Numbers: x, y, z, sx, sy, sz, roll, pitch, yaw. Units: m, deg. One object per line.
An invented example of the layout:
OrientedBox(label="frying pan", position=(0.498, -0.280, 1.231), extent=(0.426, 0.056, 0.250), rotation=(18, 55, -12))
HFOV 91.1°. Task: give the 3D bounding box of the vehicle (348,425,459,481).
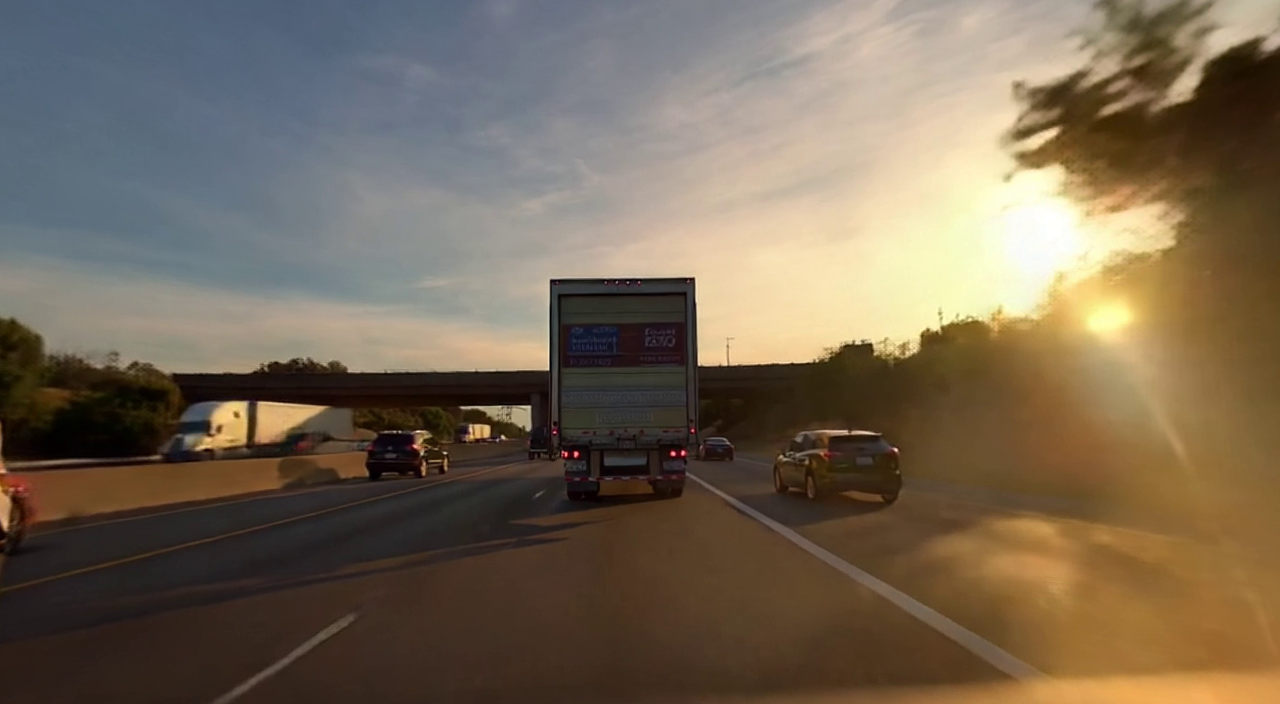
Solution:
OrientedBox(label="vehicle", position=(-7.883, 3.396, 21.495), extent=(2.057, 1.698, 4.550), rotation=(0, -8, 0))

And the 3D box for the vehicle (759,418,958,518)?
OrientedBox(label="vehicle", position=(3.809, 2.096, 12.015), extent=(2.003, 1.519, 4.580), rotation=(0, -8, -2))

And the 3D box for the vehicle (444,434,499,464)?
OrientedBox(label="vehicle", position=(-8.663, 4.990, 32.579), extent=(1.845, 1.488, 3.656), rotation=(0, -8, 0))

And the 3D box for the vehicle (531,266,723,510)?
OrientedBox(label="vehicle", position=(-0.336, 1.179, 14.677), extent=(2.911, 3.787, 9.905), rotation=(0, -8, -2))

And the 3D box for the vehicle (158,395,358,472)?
OrientedBox(label="vehicle", position=(-23.851, 5.420, 41.507), extent=(2.978, 4.017, 16.640), rotation=(0, -8, 0))
